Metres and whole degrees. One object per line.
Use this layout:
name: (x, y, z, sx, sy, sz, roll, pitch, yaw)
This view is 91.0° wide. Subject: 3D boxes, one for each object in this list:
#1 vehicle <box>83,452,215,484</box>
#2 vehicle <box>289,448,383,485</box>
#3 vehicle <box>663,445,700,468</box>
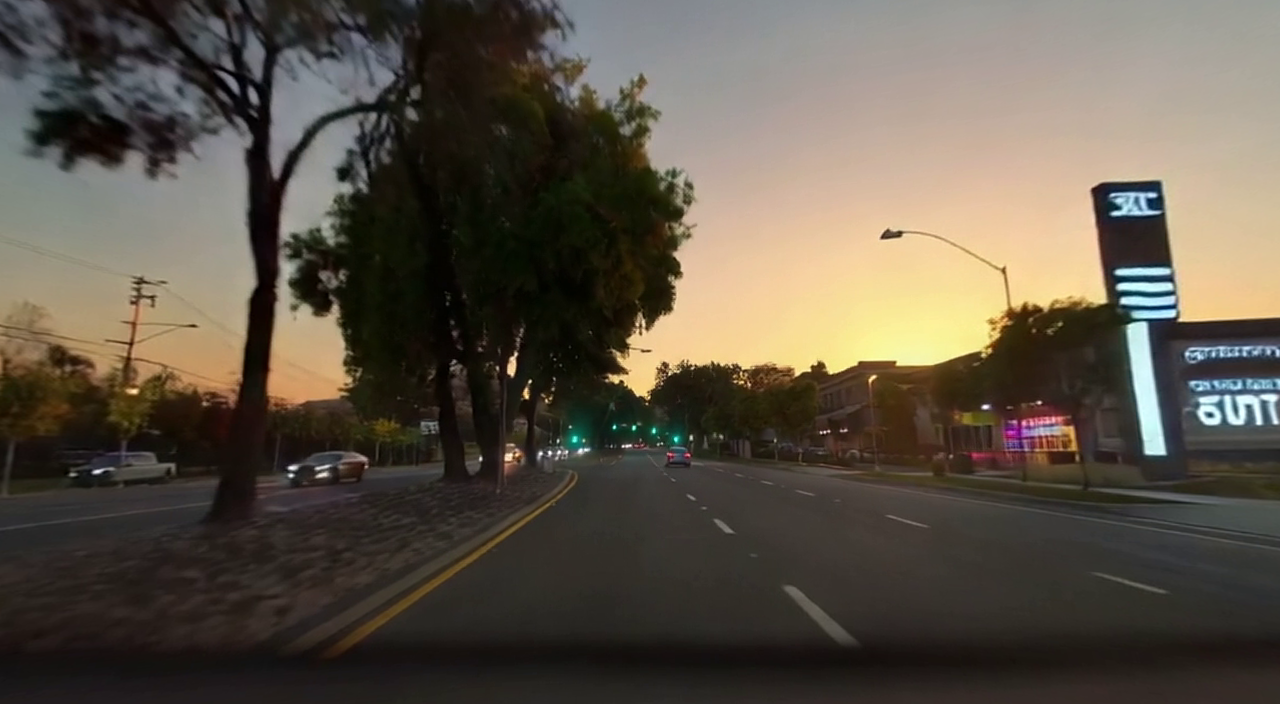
vehicle: (-29.691, 7.030, 38.213, 6.013, 1.767, 2.250, 0, -8, -3)
vehicle: (-13.478, 5.084, 28.253, 1.902, 1.481, 4.518, 0, -9, 0)
vehicle: (2.753, 7.017, 42.533, 2.015, 1.479, 4.444, 0, -9, -2)
